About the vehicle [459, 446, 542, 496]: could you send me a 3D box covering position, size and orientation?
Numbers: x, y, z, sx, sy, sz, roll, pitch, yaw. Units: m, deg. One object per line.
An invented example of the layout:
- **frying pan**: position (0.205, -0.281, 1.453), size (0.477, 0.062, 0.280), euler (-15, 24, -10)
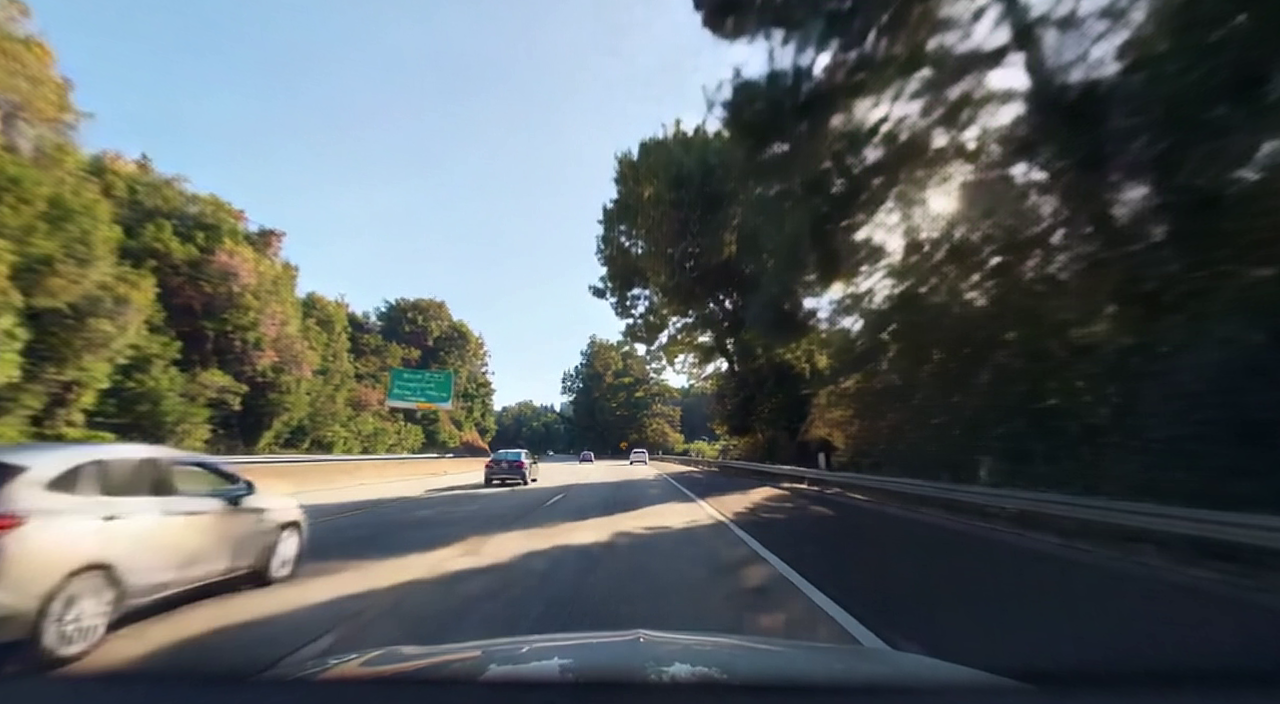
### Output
- **vehicle**: position (-4.607, 3.974, 21.504), size (1.838, 1.508, 4.317), euler (0, -9, 0)

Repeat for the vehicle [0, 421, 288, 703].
- **vehicle**: position (-4.049, 1.160, 3.550), size (1.897, 1.481, 3.859), euler (0, -9, 0)
